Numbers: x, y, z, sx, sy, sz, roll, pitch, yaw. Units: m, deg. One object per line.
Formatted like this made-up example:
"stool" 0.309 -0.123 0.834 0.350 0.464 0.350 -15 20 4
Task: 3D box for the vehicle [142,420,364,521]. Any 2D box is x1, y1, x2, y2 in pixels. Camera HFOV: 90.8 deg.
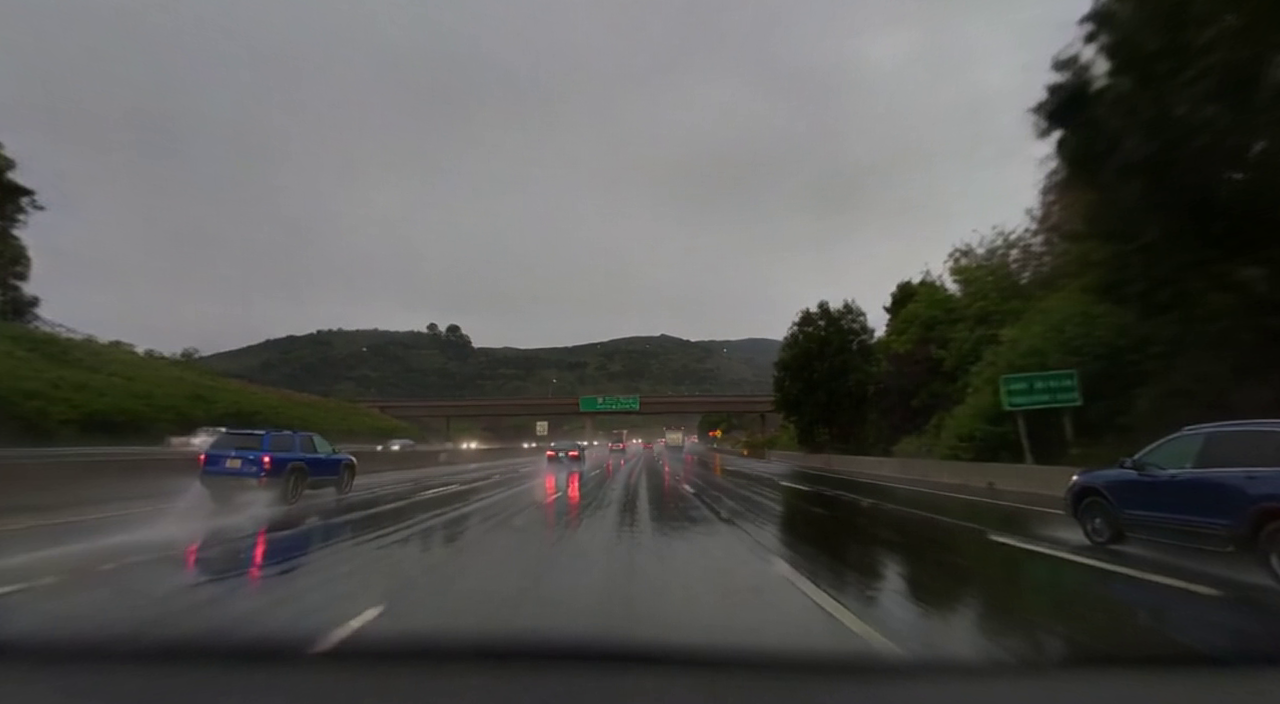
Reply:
"vehicle" -7.469 2.325 12.820 1.860 1.694 4.173 0 -9 0

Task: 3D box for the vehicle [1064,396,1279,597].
"vehicle" 6.513 1.316 5.888 1.950 1.719 4.545 0 -9 0

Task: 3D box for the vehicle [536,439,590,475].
"vehicle" -3.440 4.785 29.024 1.925 1.509 4.363 0 -9 1
